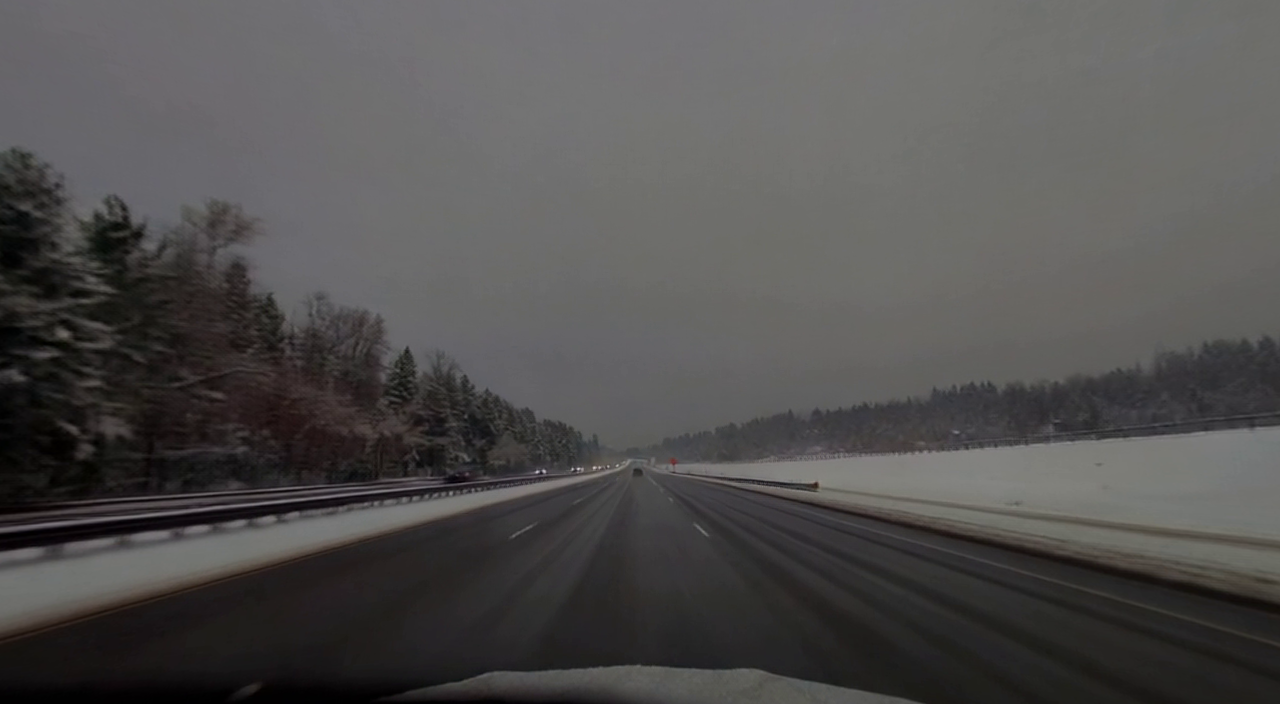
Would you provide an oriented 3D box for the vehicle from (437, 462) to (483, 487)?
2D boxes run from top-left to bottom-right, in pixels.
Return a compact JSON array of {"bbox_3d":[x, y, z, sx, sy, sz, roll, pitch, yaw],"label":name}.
[{"bbox_3d":[-12.672,8.663,44.572,1.927,1.669,4.199,0,-11,1],"label":"vehicle"}]
